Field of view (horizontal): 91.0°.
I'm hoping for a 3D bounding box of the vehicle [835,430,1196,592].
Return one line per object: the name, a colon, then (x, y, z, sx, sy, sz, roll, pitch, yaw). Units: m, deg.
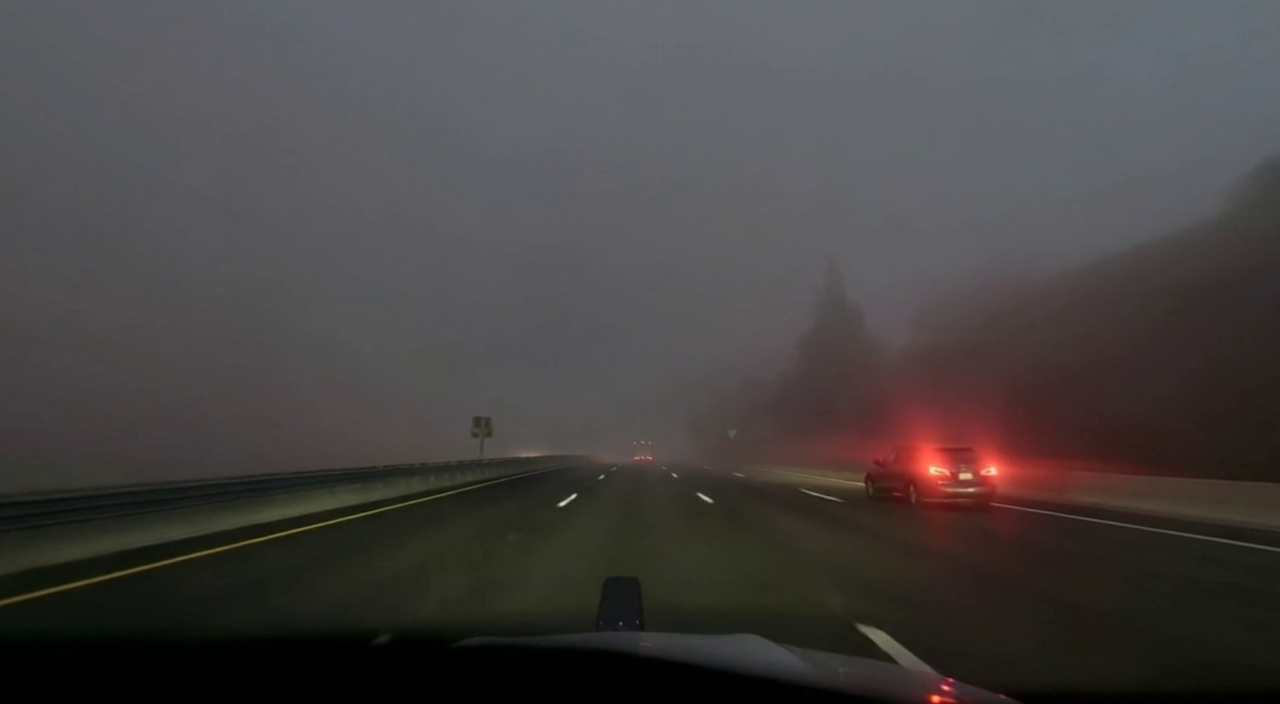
vehicle: (4.179, 1.824, 8.063, 1.976, 1.495, 4.217, 0, -9, -1)
